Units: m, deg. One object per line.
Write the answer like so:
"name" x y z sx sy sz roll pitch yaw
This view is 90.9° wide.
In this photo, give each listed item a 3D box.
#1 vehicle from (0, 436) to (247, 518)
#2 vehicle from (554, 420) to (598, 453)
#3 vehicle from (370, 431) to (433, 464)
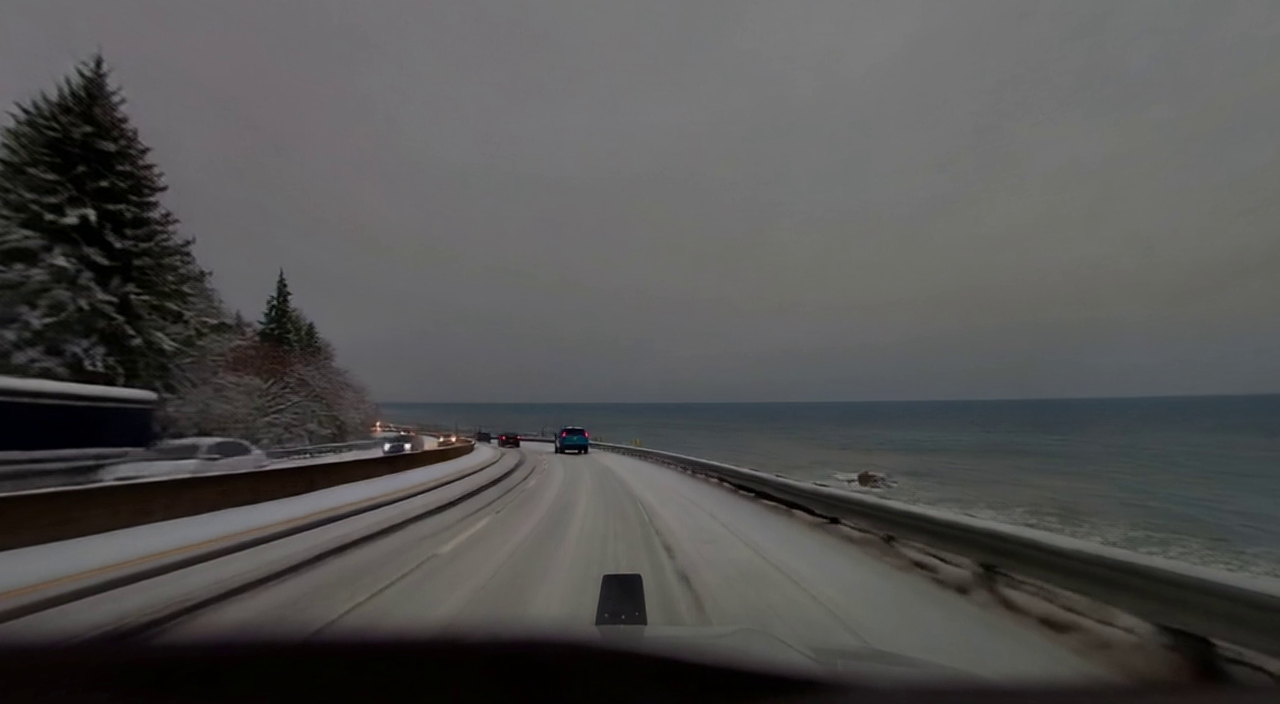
"vehicle" -10.917 2.613 13.772 1.987 1.473 4.367 0 -9 -2
"vehicle" -4.668 6.102 45.134 2.632 2.162 5.529 2 -9 -11
"vehicle" -12.549 5.071 33.484 2.192 1.617 4.082 1 -9 -7
